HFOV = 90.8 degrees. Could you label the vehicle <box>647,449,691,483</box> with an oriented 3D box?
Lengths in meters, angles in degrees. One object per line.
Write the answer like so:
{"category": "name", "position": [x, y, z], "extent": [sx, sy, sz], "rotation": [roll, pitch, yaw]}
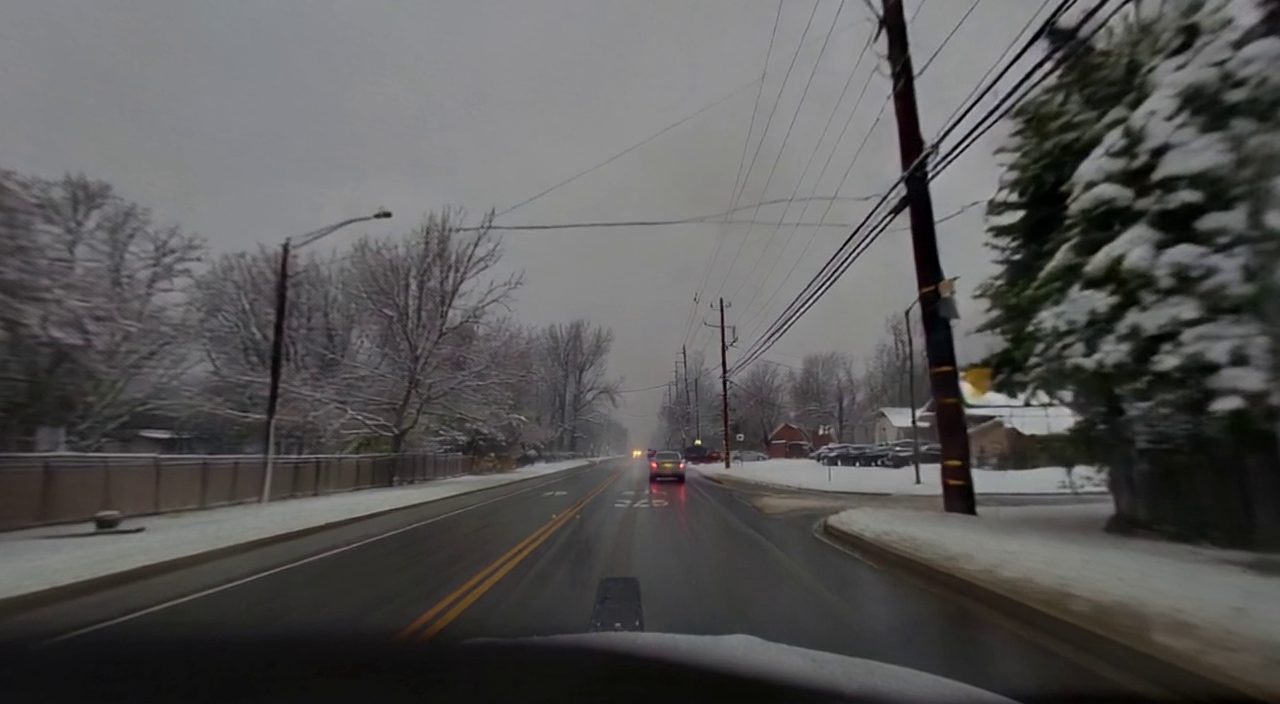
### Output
{"category": "vehicle", "position": [1.323, 5.472, 30.539], "extent": [1.975, 1.497, 3.647], "rotation": [0, -9, 1]}
